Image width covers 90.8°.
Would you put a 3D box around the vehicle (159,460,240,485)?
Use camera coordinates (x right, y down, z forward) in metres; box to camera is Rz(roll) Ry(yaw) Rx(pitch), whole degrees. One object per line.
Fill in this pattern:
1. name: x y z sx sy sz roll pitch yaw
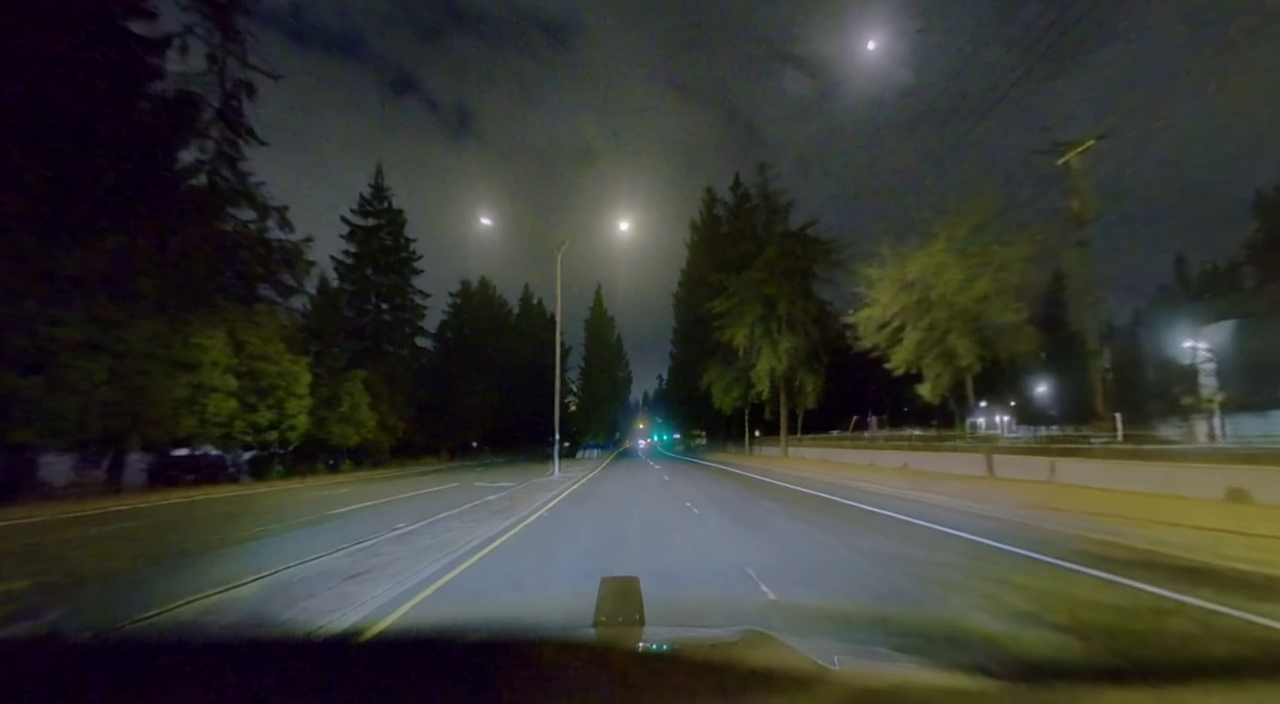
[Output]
1. vehicle: -27.502 7.501 39.517 3.706 1.426 1.668 0 -9 -2

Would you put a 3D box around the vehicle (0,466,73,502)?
1. vehicle: -27.643 5.723 27.462 3.956 1.414 2.109 -1 -8 0
